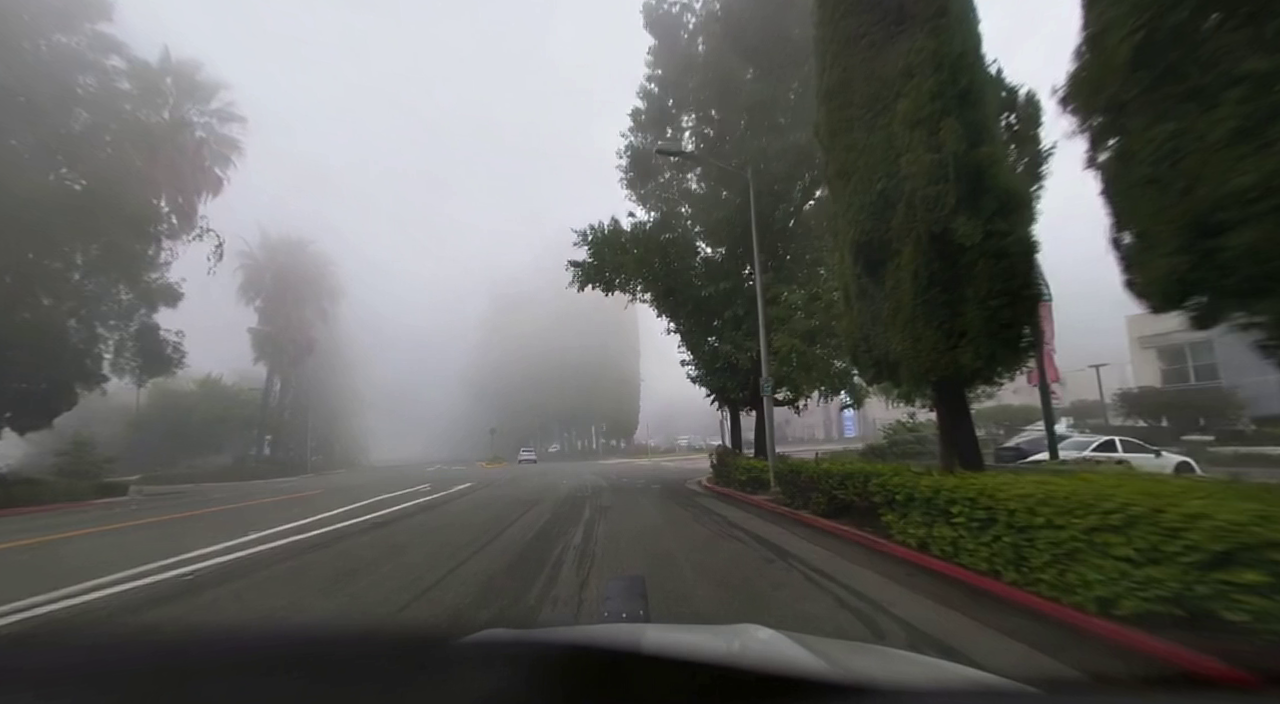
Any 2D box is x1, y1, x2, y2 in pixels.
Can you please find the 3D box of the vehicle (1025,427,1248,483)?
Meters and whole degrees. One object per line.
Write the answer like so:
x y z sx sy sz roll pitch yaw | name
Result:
13.989 2.927 17.927 4.626 1.496 1.895 -1 -9 3 | vehicle
